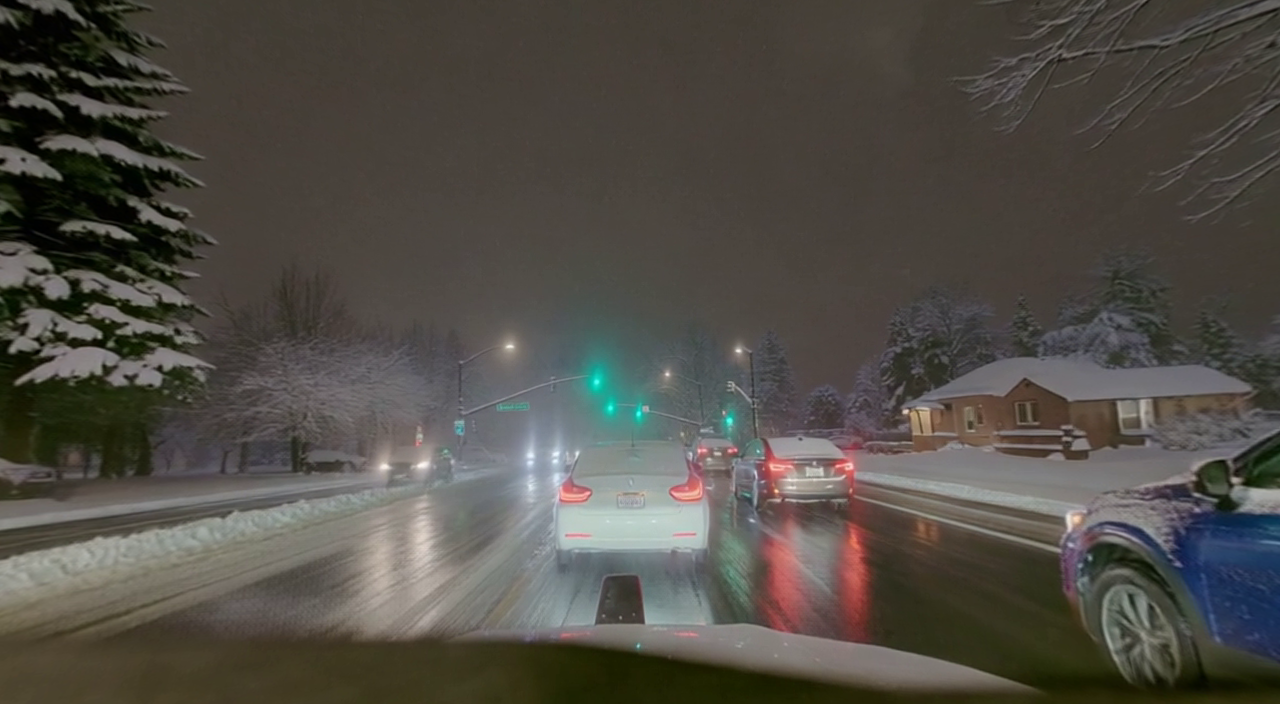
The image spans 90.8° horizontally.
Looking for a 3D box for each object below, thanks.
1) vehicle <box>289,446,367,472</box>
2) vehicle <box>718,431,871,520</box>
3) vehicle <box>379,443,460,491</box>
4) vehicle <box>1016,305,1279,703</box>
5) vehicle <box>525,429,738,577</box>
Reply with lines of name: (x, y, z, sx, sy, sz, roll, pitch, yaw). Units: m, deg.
vehicle: (-19.871, 6.807, 40.349, 3.957, 1.630, 1.881, 0, -8, -1)
vehicle: (2.964, 2.470, 13.266, 1.971, 1.517, 4.521, 0, -8, -1)
vehicle: (-8.867, 4.628, 25.842, 1.996, 1.680, 4.203, -2, -8, -2)
vehicle: (3.384, 0.619, 1.695, 2.006, 1.766, 4.345, 0, -8, -1)
vehicle: (-0.123, 1.869, 8.656, 2.186, 1.500, 4.141, 0, -8, -1)
